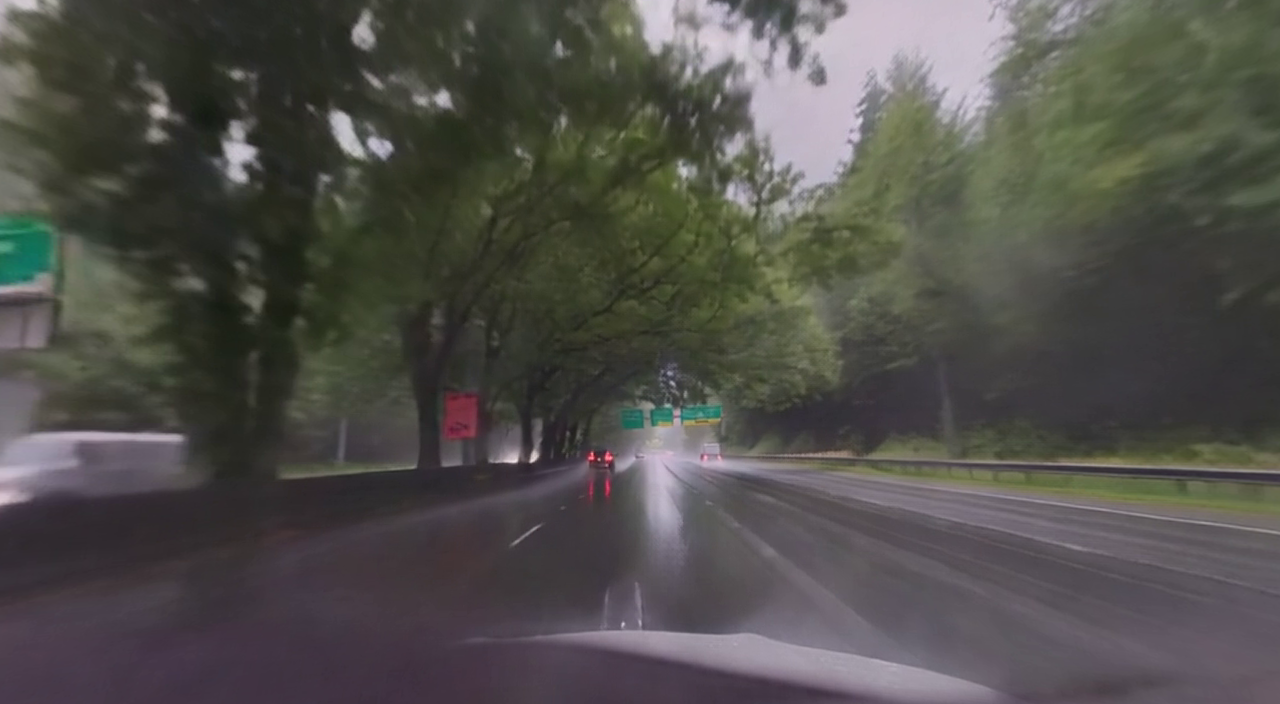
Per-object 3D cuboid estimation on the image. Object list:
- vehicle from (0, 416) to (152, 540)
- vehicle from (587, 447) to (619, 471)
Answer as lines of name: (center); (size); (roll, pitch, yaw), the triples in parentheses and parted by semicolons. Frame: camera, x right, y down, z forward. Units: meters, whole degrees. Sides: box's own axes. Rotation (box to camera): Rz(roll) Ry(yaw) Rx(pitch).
vehicle: (-14.438, 2.786, 14.190); (2.331, 2.554, 5.554); (0, -9, 0)
vehicle: (-2.734, 8.029, 47.478); (2.086, 1.650, 4.122); (0, -9, 1)
